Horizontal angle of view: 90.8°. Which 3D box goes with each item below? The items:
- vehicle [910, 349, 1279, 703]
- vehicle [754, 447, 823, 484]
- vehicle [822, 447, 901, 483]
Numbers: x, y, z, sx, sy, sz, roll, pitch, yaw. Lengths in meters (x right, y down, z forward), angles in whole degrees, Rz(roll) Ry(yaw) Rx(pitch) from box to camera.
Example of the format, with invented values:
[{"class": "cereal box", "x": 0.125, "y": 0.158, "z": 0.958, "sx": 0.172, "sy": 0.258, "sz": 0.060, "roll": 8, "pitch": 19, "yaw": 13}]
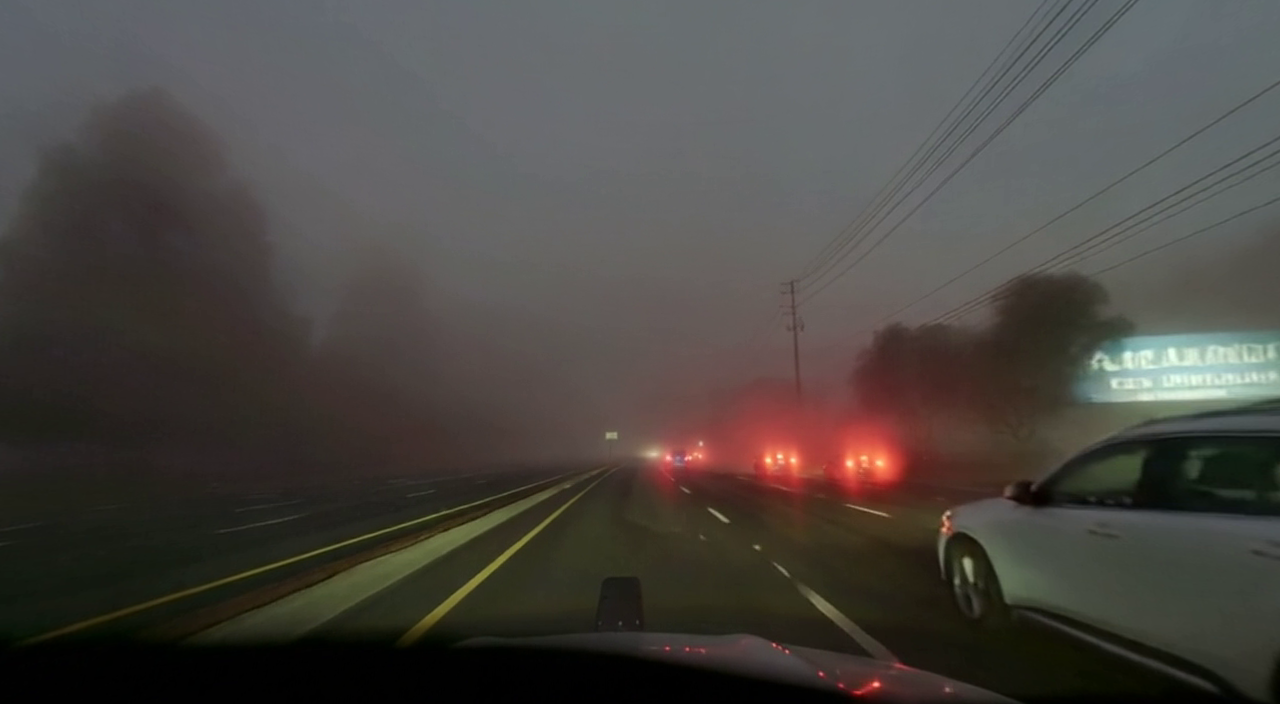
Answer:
[{"class": "vehicle", "x": 3.259, "y": 0.958, "z": 3.046, "sx": 2.078, "sy": 1.668, "sz": 4.078, "roll": 0, "pitch": -8, "yaw": 0}, {"class": "vehicle", "x": 6.358, "y": 4.884, "z": 27.530, "sx": 1.882, "sy": 1.476, "sz": 4.344, "roll": 0, "pitch": -8, "yaw": -1}, {"class": "vehicle", "x": 9.935, "y": 5.055, "z": 28.733, "sx": 1.874, "sy": 1.482, "sz": 4.545, "roll": 0, "pitch": -8, "yaw": -1}]
